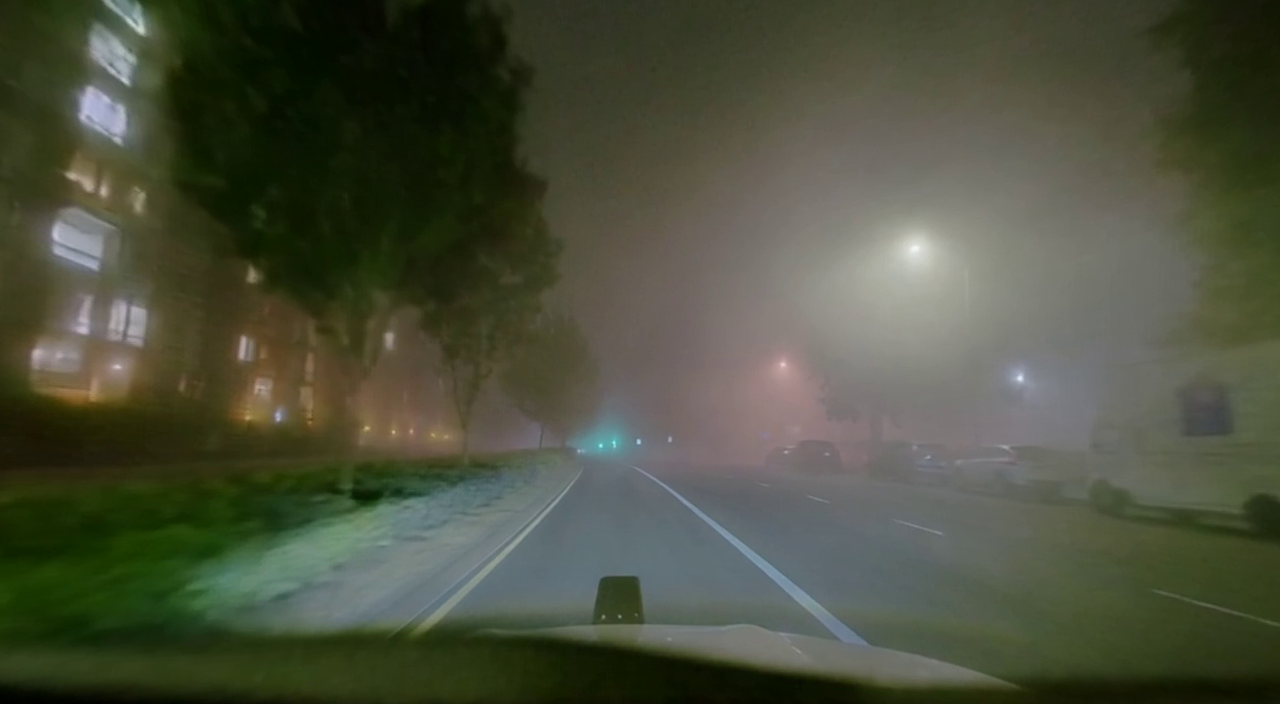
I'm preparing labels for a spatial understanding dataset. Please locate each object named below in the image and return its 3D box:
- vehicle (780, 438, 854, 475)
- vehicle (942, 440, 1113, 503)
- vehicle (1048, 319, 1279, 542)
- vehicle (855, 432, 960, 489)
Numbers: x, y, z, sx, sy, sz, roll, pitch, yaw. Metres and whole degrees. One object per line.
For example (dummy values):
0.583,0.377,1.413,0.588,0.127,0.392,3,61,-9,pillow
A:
9.464,5.634,34.240,2.211,1.831,5.275,1,-9,-3,vehicle
10.669,3.299,17.870,1.885,1.545,4.377,1,-9,-3,vehicle
10.874,1.439,11.152,2.853,3.253,6.441,0,-9,-1,vehicle
10.420,4.259,25.055,1.916,1.889,4.675,4,-9,-4,vehicle
